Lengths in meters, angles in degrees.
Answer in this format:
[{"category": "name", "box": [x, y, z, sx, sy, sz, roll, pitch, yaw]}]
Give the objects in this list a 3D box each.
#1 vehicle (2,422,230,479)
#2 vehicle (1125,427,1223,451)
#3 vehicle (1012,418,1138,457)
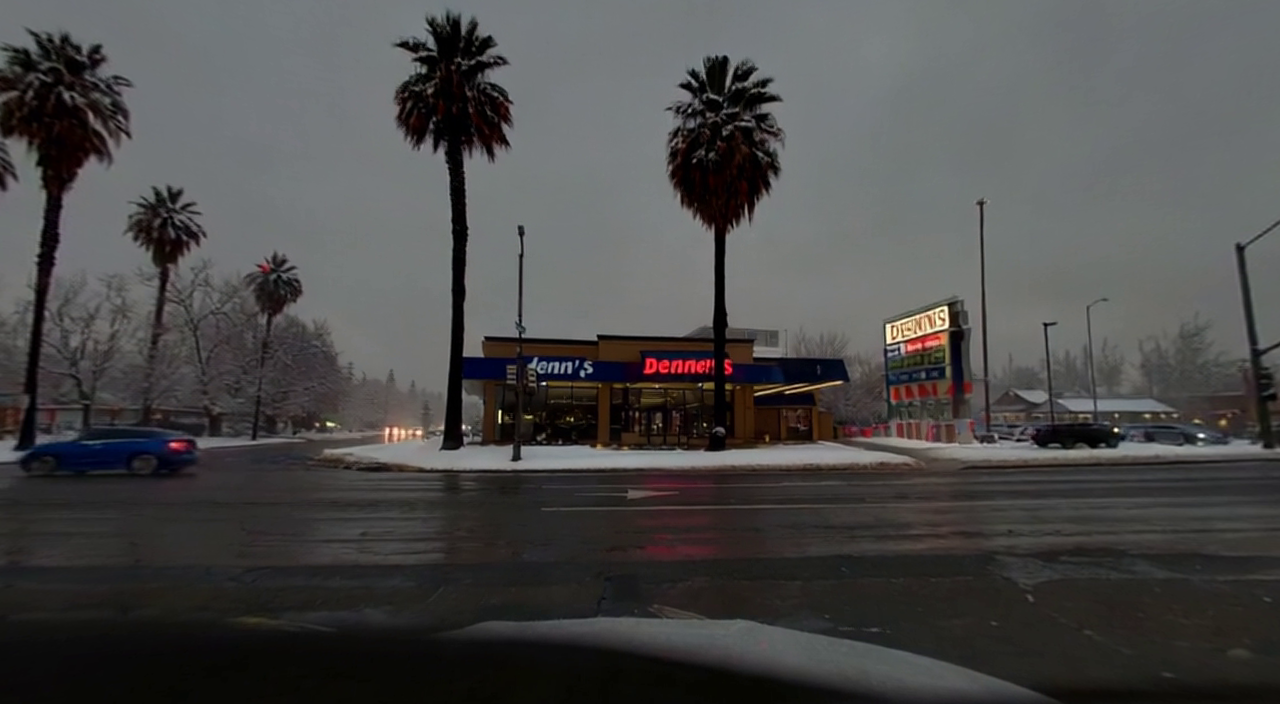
[{"category": "vehicle", "box": [-14.583, 2.771, 17.851, 4.570, 1.480, 1.873, 1, -9, -6]}, {"category": "vehicle", "box": [33.981, 5.592, 40.396, 1.805, 1.466, 4.641, 1, -8, -8]}, {"category": "vehicle", "box": [21.871, 4.274, 31.862, 4.880, 1.754, 2.202, 0, -5, -6]}]
